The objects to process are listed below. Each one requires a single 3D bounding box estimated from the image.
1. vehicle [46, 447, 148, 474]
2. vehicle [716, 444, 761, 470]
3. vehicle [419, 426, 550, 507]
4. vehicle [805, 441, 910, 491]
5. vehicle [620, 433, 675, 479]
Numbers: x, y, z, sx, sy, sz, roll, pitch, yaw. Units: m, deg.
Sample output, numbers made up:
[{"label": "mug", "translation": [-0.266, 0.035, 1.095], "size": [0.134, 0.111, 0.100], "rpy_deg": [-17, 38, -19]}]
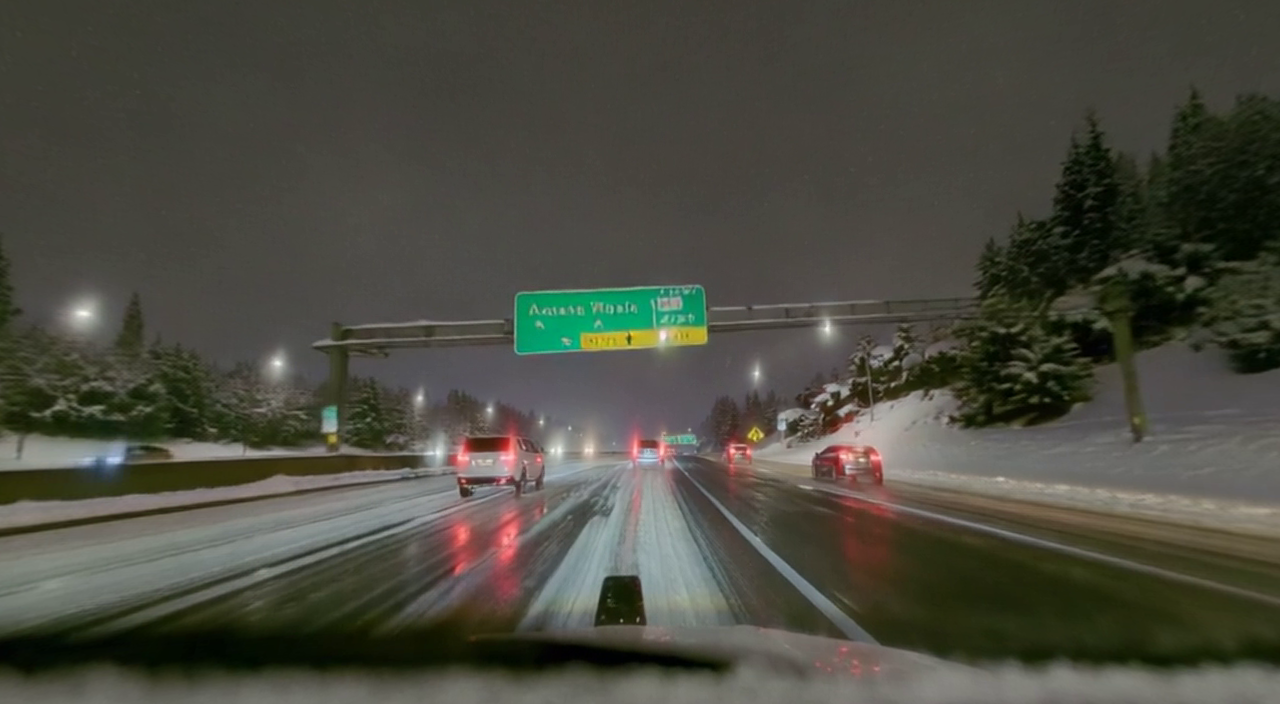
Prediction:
[{"label": "vehicle", "translation": [-32.529, 6.497, 37.923], "size": [1.851, 1.532, 4.535], "rpy_deg": [-1, -9, 4]}, {"label": "vehicle", "translation": [5.862, 6.309, 38.088], "size": [2.005, 1.456, 4.287], "rpy_deg": [0, -9, -1]}, {"label": "vehicle", "translation": [-3.779, 2.877, 16.188], "size": [2.142, 1.759, 4.297], "rpy_deg": [0, -9, 2]}, {"label": "vehicle", "translation": [7.105, 3.753, 21.105], "size": [1.936, 1.480, 4.373], "rpy_deg": [0, -9, 0]}, {"label": "vehicle", "translation": [0.328, 4.680, 28.522], "size": [2.270, 1.862, 4.949], "rpy_deg": [0, -9, 1]}]
